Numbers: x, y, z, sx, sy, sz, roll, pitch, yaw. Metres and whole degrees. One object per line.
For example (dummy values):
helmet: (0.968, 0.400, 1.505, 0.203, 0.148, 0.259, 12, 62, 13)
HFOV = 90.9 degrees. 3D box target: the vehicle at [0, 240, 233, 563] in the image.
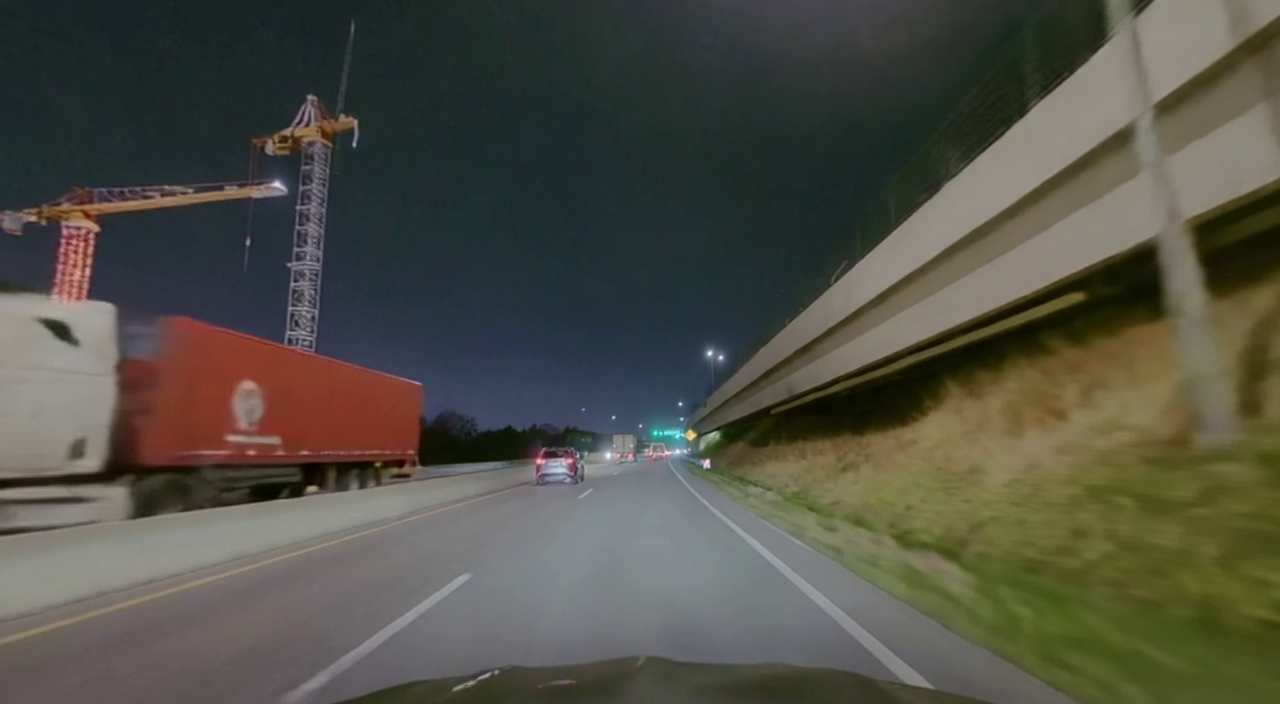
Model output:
vehicle: (-9.657, 0.809, 9.071, 3.436, 3.972, 5.728, 0, -9, 2)

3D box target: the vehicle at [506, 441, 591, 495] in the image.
vehicle: (-2.989, 3.905, 21.534, 2.194, 1.648, 3.984, 0, -9, 2)
